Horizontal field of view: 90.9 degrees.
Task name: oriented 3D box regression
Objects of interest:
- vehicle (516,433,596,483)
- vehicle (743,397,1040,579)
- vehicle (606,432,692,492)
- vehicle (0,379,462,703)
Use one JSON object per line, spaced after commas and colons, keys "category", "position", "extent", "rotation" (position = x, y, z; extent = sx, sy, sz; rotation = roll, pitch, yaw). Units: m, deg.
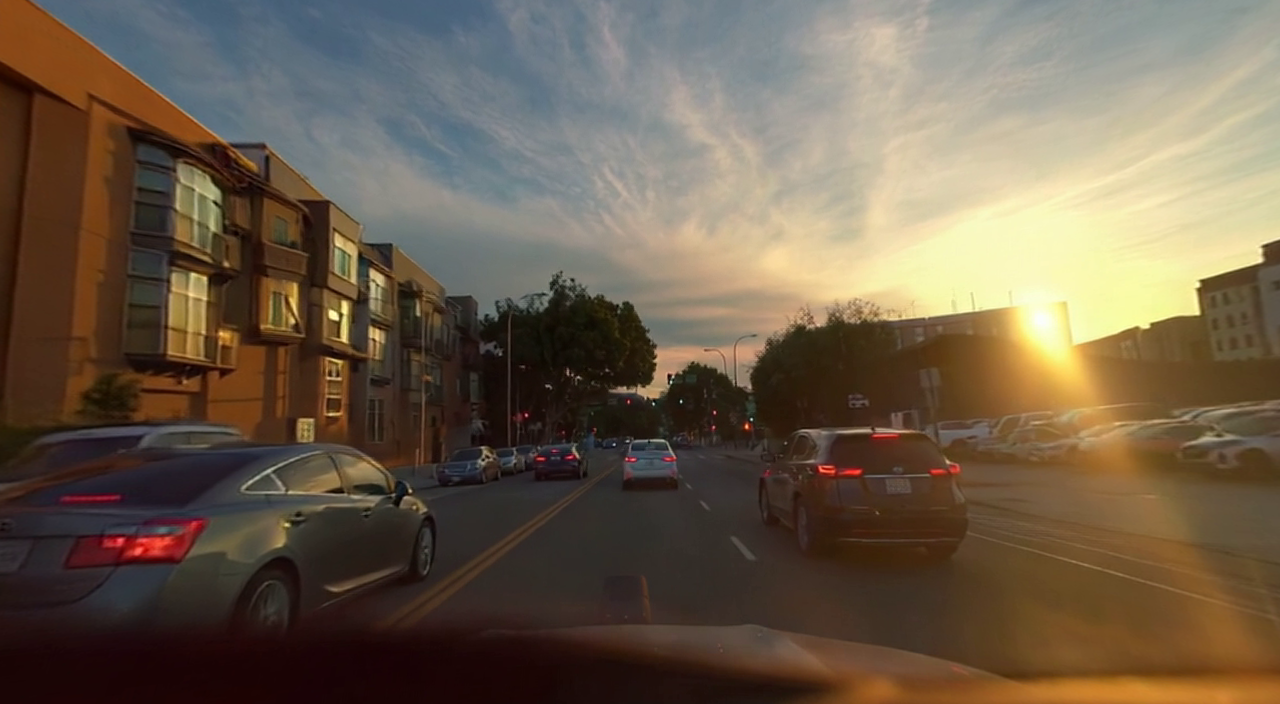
{"category": "vehicle", "position": [-2.737, 3.595, 21.672], "extent": [2.019, 1.507, 4.643], "rotation": [0, -8, 1]}
{"category": "vehicle", "position": [2.752, 1.617, 8.258], "extent": [2.094, 1.709, 4.394], "rotation": [0, -8, 1]}
{"category": "vehicle", "position": [0.193, 3.058, 17.903], "extent": [2.139, 1.466, 4.373], "rotation": [0, -8, -1]}
{"category": "vehicle", "position": [-3.047, 1.225, 4.873], "extent": [2.085, 1.619, 3.976], "rotation": [0, -8, 1]}
